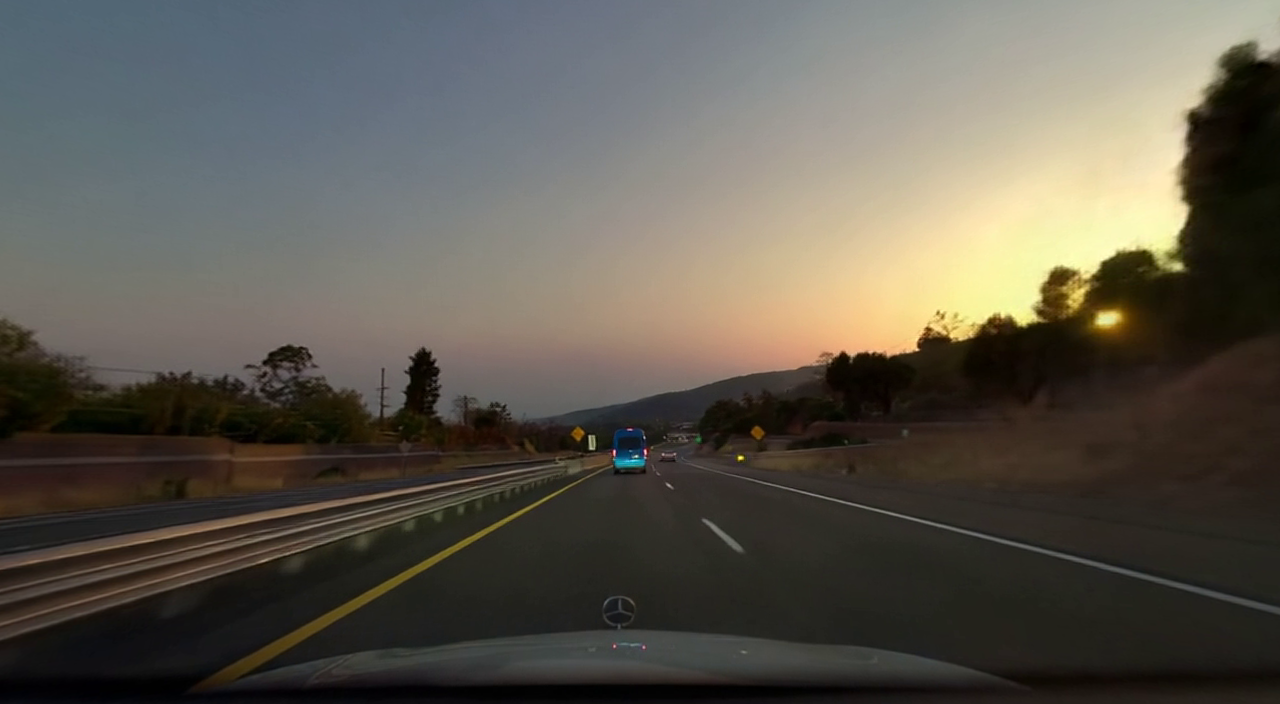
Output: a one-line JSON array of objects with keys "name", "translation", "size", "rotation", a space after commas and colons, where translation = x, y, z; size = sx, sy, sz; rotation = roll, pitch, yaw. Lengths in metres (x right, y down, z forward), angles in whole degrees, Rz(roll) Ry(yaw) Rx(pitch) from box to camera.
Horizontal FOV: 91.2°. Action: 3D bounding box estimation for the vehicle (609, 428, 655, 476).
[{"name": "vehicle", "translation": [-0.473, 5.986, 37.568], "size": [2.560, 2.598, 5.581], "rotation": [0, -9, -1]}]
